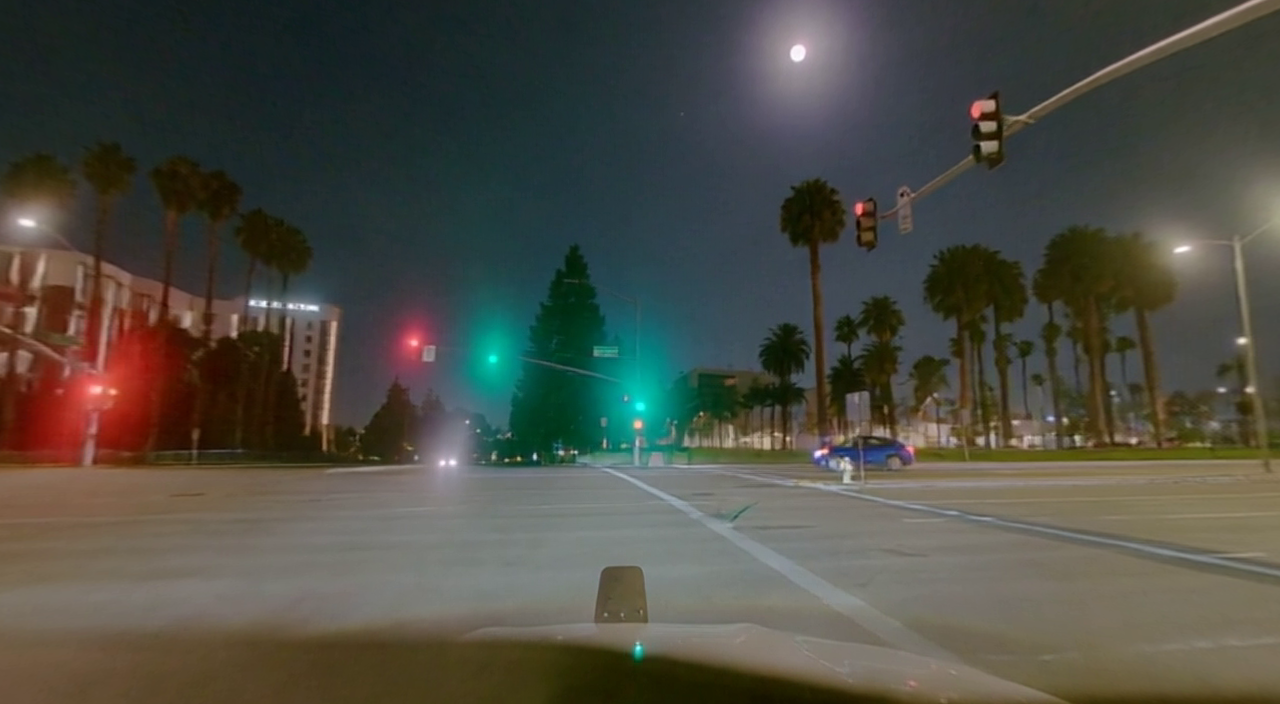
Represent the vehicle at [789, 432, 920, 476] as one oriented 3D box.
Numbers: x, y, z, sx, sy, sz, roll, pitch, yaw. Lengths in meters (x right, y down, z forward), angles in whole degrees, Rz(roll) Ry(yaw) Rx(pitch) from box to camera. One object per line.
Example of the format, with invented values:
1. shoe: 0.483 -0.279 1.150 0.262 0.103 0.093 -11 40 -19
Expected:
1. vehicle: 9.087 4.350 26.859 4.820 1.751 2.050 1 -9 -7
